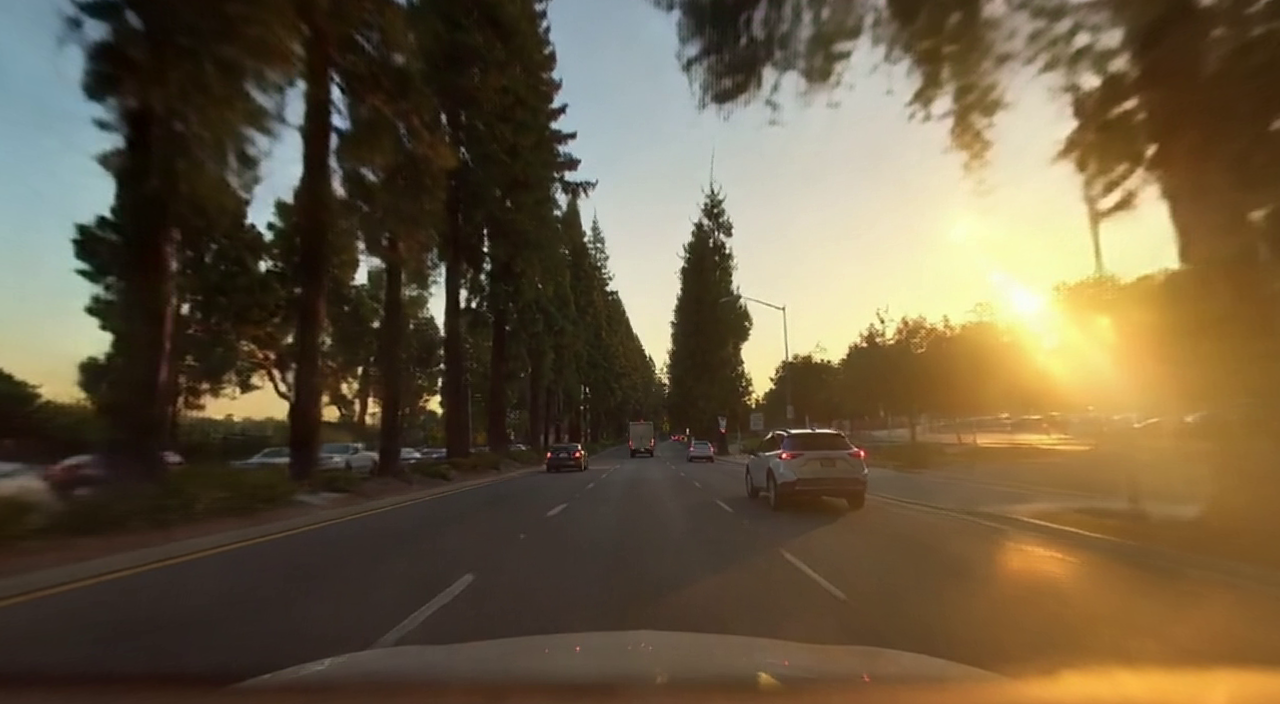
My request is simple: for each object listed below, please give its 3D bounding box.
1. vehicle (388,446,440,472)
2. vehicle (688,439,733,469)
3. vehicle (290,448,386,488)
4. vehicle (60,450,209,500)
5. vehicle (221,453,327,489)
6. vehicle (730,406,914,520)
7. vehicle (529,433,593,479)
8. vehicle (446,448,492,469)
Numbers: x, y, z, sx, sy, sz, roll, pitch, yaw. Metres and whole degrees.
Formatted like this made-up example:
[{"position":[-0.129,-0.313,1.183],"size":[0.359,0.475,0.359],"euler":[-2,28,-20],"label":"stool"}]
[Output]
[{"position":[-16.847,7.966,47.258],"size":[1.965,1.780,5.122],"euler":[-1,-9,1],"label":"vehicle"},{"position":[4.267,6.274,38.893],"size":[2.280,1.757,4.572],"euler":[0,-9,1],"label":"vehicle"},{"position":[-13.328,5.113,28.257],"size":[1.989,1.584,5.018],"euler":[0,-9,-2],"label":"vehicle"},{"position":[-21.368,5.161,27.003],"size":[2.077,1.863,5.073],"euler":[0,-9,1],"label":"vehicle"},{"position":[-17.314,5.631,30.139],"size":[2.105,1.507,4.927],"euler":[0,-9,0],"label":"vehicle"},{"position":[3.651,2.422,14.224],"size":[2.381,2.008,5.971],"euler":[0,-9,0],"label":"vehicle"},{"position":[-3.535,4.803,29.262],"size":[2.255,1.940,4.822],"euler":[0,-9,1],"label":"vehicle"},{"position":[-13.430,8.378,49.801],"size":[2.142,1.528,4.804],"euler":[0,-9,2],"label":"vehicle"}]
